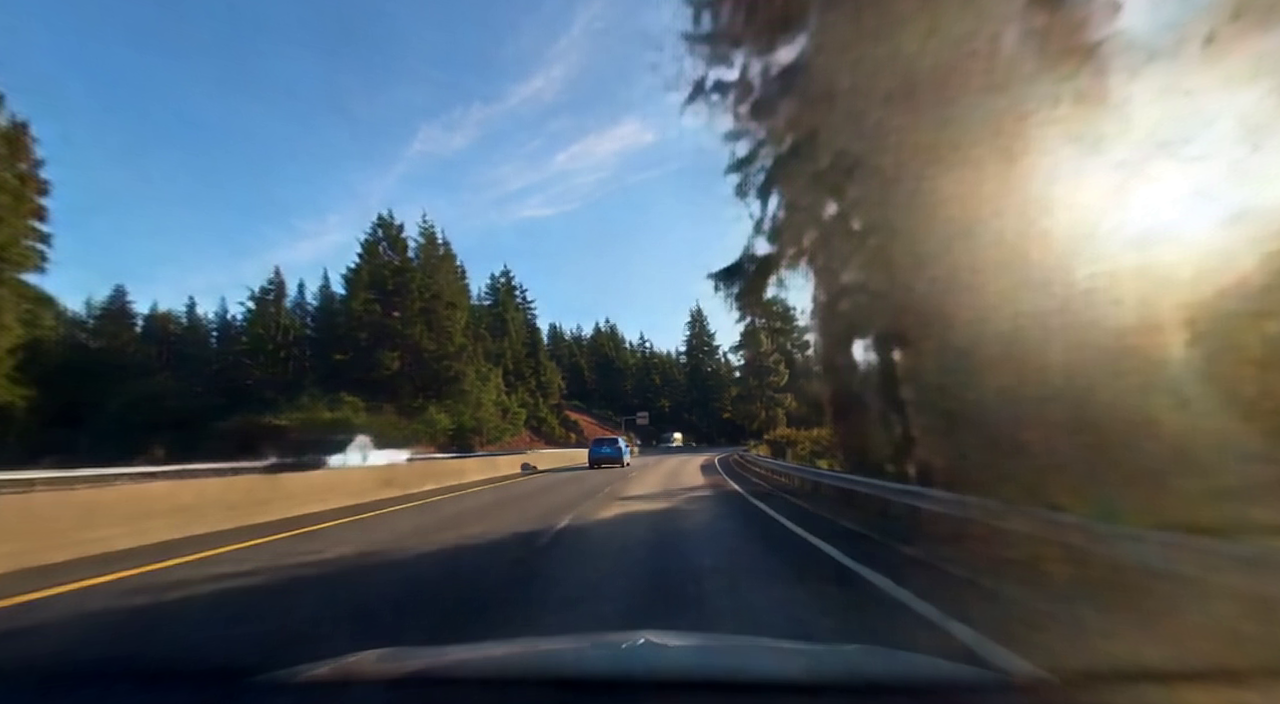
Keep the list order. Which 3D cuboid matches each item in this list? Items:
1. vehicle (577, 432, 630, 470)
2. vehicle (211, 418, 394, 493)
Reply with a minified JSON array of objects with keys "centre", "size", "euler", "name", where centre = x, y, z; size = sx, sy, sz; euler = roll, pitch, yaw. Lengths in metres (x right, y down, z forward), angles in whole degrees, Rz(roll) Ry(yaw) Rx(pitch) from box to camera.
[{"centre":[-1.713,4.910,31.410],"size":[2.005,1.752,4.479],"euler":[-1,-8,5],"name":"vehicle"},{"centre":[-11.842,3.716,23.022],"size":[2.840,2.335,6.535],"euler":[-1,-8,3],"name":"vehicle"}]
